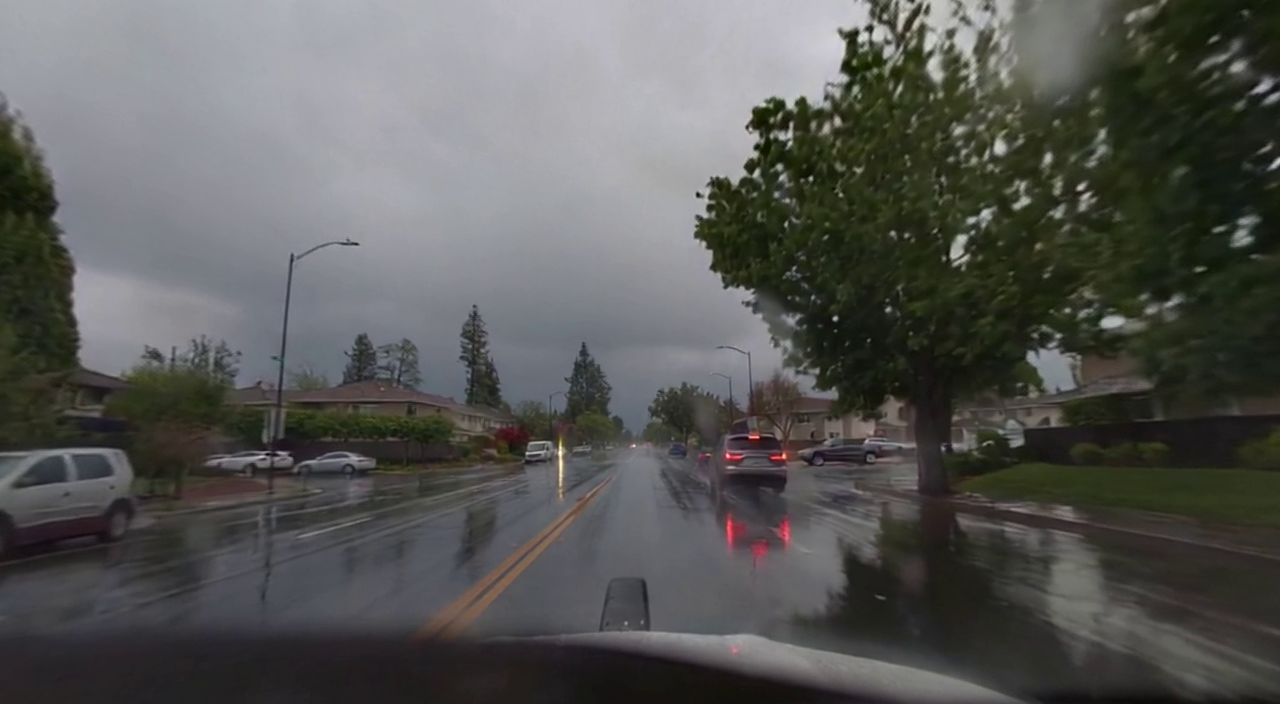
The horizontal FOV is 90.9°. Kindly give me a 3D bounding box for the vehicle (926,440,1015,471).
[{"bbox_3d":[16.636,5.217,31.860,3.467,1.520,1.801,0,-8,0],"label":"vehicle"}]

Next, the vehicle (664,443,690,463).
[{"bbox_3d":[2.876,7.934,49.748,1.956,1.492,4.425,-1,-8,2],"label":"vehicle"}]

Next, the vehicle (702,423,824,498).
[{"bbox_3d":[3.436,3.193,19.073,2.497,1.889,5.833,0,-8,0],"label":"vehicle"}]

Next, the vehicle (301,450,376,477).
[{"bbox_3d":[-19.960,7.385,41.787,3.986,1.665,1.888,0,-8,1],"label":"vehicle"}]

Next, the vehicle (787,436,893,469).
[{"bbox_3d":[11.875,5.977,37.620,5.539,1.729,2.145,-1,-8,-3],"label":"vehicle"}]

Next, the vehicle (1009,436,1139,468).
[{"bbox_3d":[21.943,5.096,32.054,5.051,1.527,1.968,-1,-9,2],"label":"vehicle"}]

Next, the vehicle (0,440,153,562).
[{"bbox_3d":[-10.538,2.328,9.875,2.037,1.790,4.676,-2,-8,1],"label":"vehicle"}]

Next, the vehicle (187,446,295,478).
[{"bbox_3d":[-26.274,7.247,41.653,5.604,2.035,2.291,0,-8,1],"label":"vehicle"}]

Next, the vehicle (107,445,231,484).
[{"bbox_3d":[-23.902,5.684,32.099,4.644,1.781,2.084,0,-6,1],"label":"vehicle"}]
